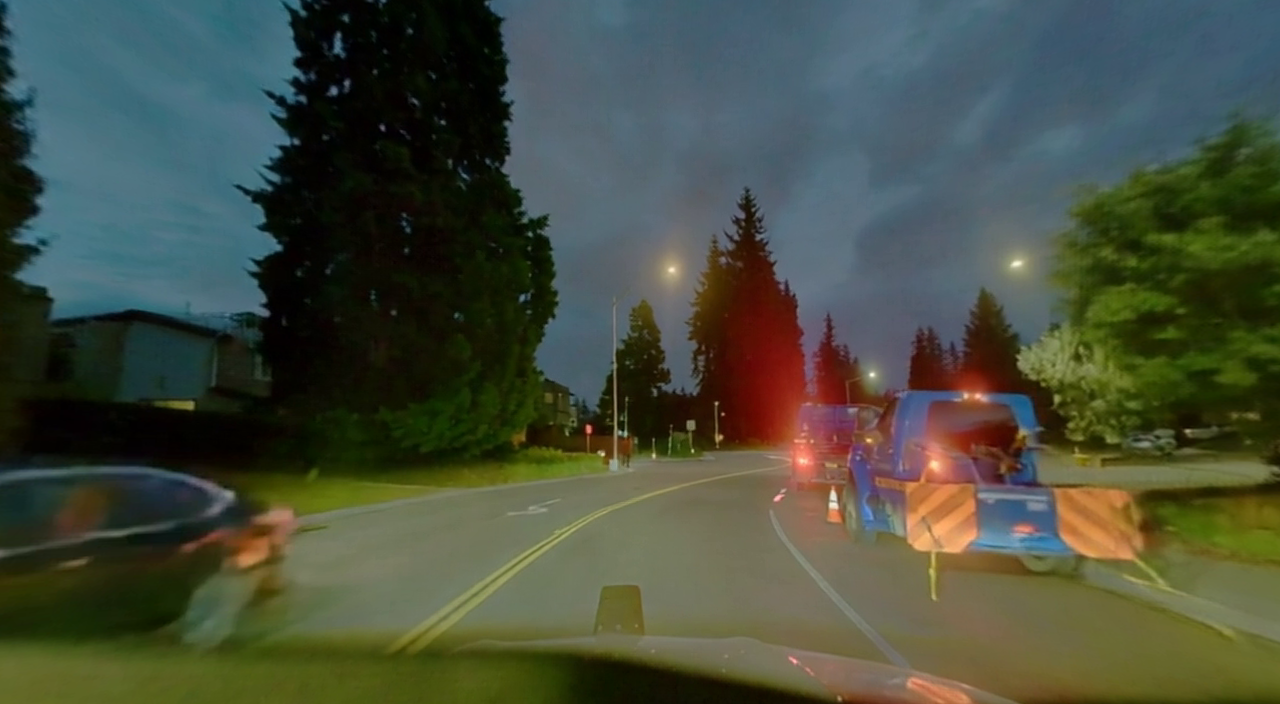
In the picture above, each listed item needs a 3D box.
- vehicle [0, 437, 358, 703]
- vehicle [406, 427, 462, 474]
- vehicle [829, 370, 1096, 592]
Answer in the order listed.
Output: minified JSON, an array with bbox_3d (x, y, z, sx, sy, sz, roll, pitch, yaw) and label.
[{"bbox_3d":[-3.662,1.187,3.396,1.933,1.428,4.449,-1,-9,5],"label":"vehicle"},{"bbox_3d":[-11.829,5.646,36.411,2.665,2.465,1.532,5,-8,-10],"label":"vehicle"},{"bbox_3d":[3.756,1.507,8.071,1.913,2.241,3.024,-2,-7,5],"label":"vehicle"}]
